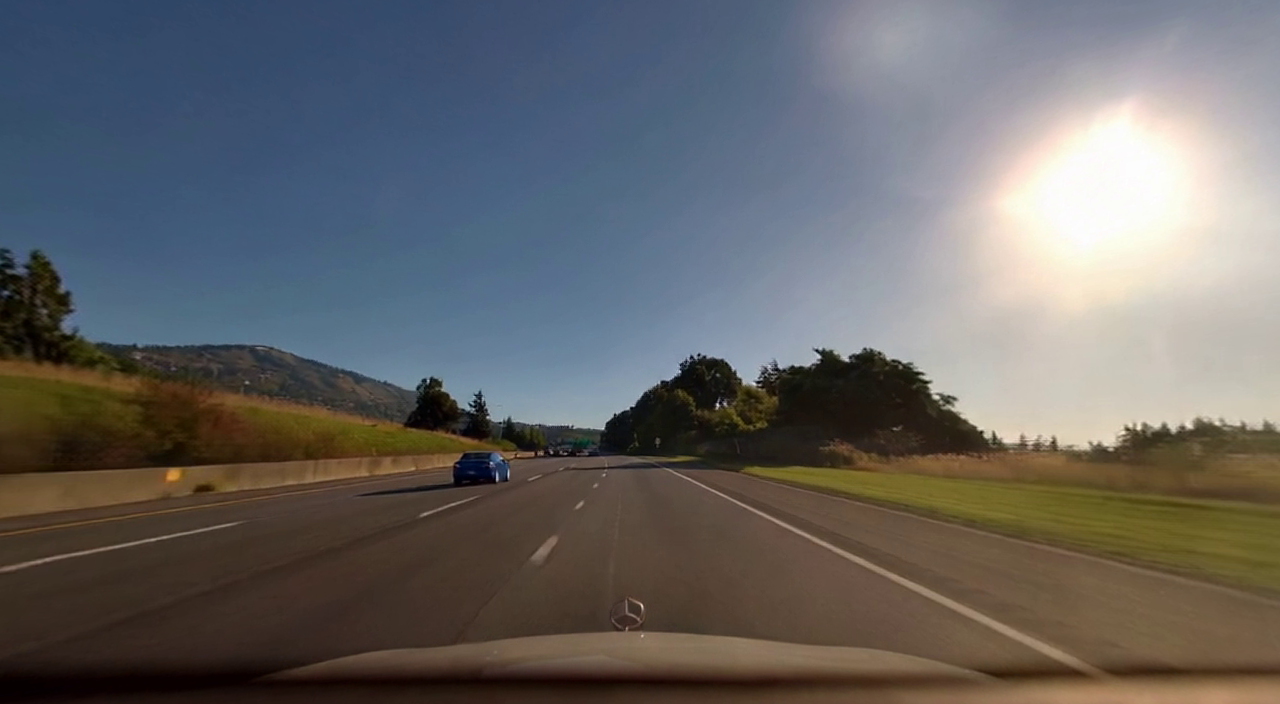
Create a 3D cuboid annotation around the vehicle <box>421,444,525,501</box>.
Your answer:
[{"bbox_3d":[-4.976,3.640,19.428,2.121,1.537,3.852,0,-9,0],"label":"vehicle"}]
